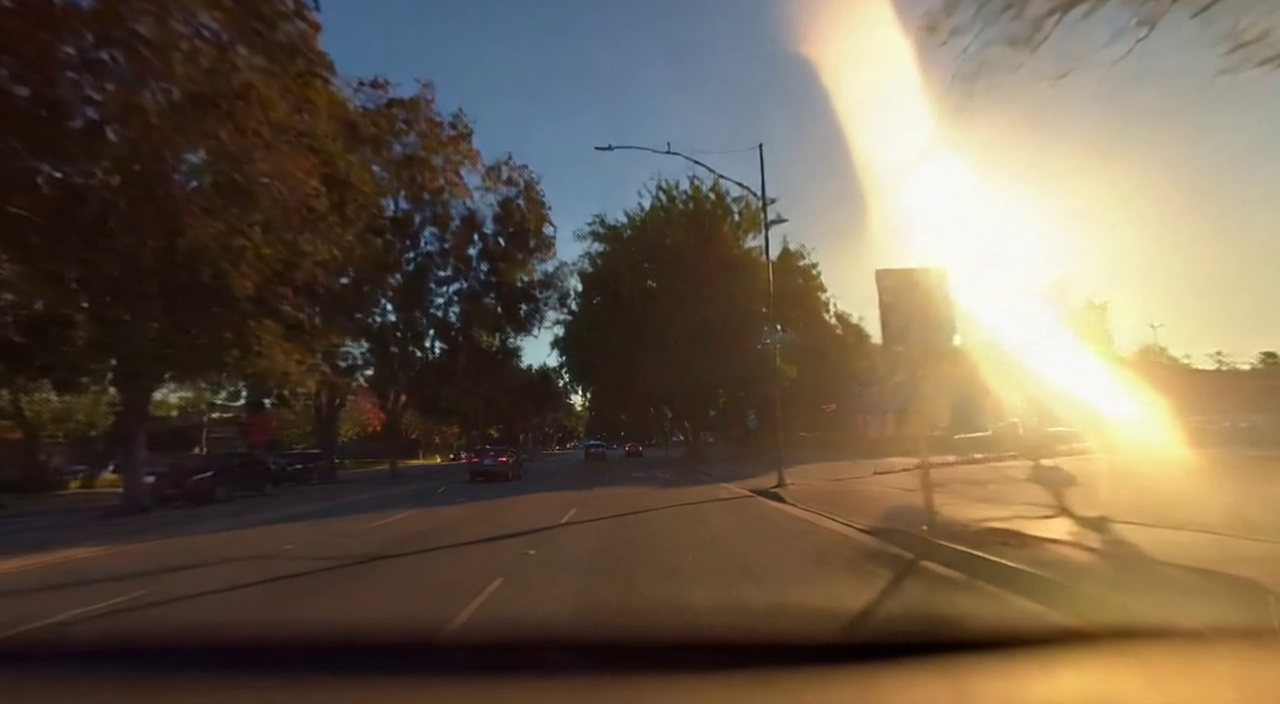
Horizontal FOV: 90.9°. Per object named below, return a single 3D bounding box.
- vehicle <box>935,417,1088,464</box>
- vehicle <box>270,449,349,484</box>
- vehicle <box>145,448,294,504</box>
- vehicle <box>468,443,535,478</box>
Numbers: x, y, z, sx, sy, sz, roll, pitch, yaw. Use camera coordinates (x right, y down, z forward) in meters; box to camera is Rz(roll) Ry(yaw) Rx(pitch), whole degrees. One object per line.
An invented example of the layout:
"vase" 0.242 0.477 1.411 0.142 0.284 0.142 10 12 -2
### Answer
"vehicle" 12.701 3.110 21.857 4.148 1.507 1.840 -3 -9 18
"vehicle" -17.754 6.144 34.089 1.902 1.747 4.380 0 -9 0
"vehicle" -12.983 3.797 19.886 1.937 1.526 4.530 1 -9 -6
"vehicle" -6.207 4.927 28.858 2.072 1.427 4.328 0 -9 0
